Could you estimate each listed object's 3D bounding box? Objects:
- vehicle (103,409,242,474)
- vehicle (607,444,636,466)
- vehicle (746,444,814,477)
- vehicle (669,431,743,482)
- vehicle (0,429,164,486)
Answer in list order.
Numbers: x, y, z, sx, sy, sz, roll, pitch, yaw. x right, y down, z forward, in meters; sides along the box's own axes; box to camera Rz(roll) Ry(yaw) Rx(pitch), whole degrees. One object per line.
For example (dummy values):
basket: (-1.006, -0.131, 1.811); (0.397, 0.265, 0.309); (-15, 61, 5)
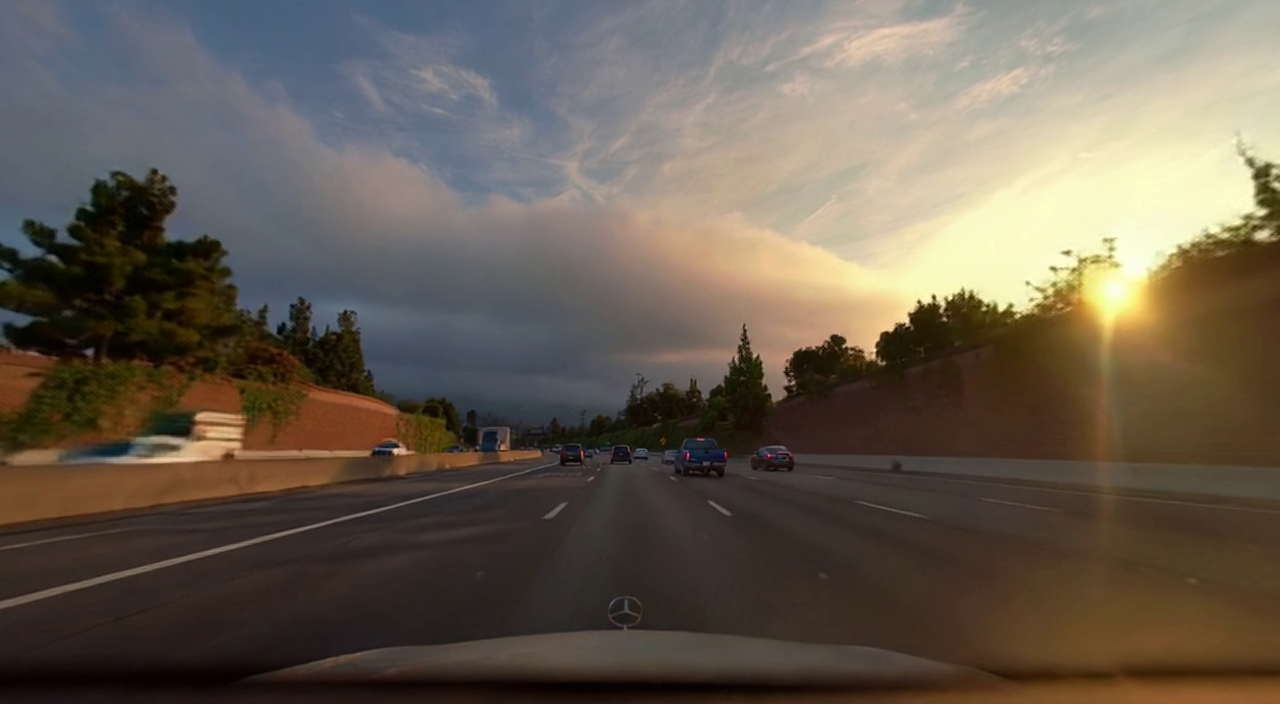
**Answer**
vehicle: (-22.049, 4.297, 30.194); (2.220, 2.772, 5.866); (0, -8, -2)
vehicle: (-1.487, 7.878, 48.412); (2.050, 1.607, 3.821); (0, -8, -4)
vehicle: (6.921, 5.395, 31.728); (1.976, 1.485, 4.925); (0, -8, -4)
vehicle: (2.727, 4.522, 27.614); (2.374, 1.952, 5.431); (0, -8, -3)
vehicle: (-17.784, 3.253, 19.767); (2.107, 1.561, 4.736); (0, -8, -2)
